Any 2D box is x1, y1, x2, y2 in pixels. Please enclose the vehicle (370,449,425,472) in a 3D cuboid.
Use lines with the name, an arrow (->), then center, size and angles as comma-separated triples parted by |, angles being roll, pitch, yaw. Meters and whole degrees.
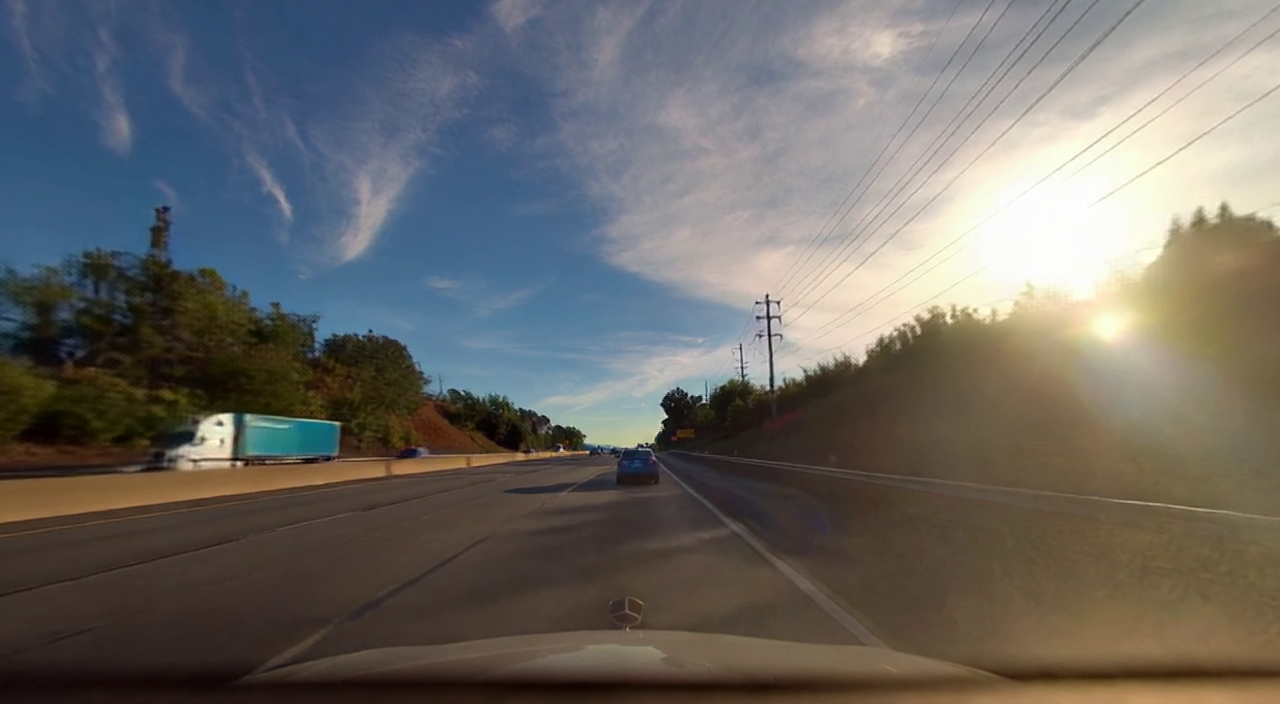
vehicle -> -16.290, 7.290, 42.533 | 1.974, 1.485, 4.249 | 0, -9, 0

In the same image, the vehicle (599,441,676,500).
vehicle -> -0.087, 3.373, 18.361 | 1.966, 1.499, 4.298 | 0, -9, -1

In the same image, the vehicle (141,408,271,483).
vehicle -> -24.741, 5.392, 36.388 | 2.968, 3.909, 5.984 | 0, -9, 0
